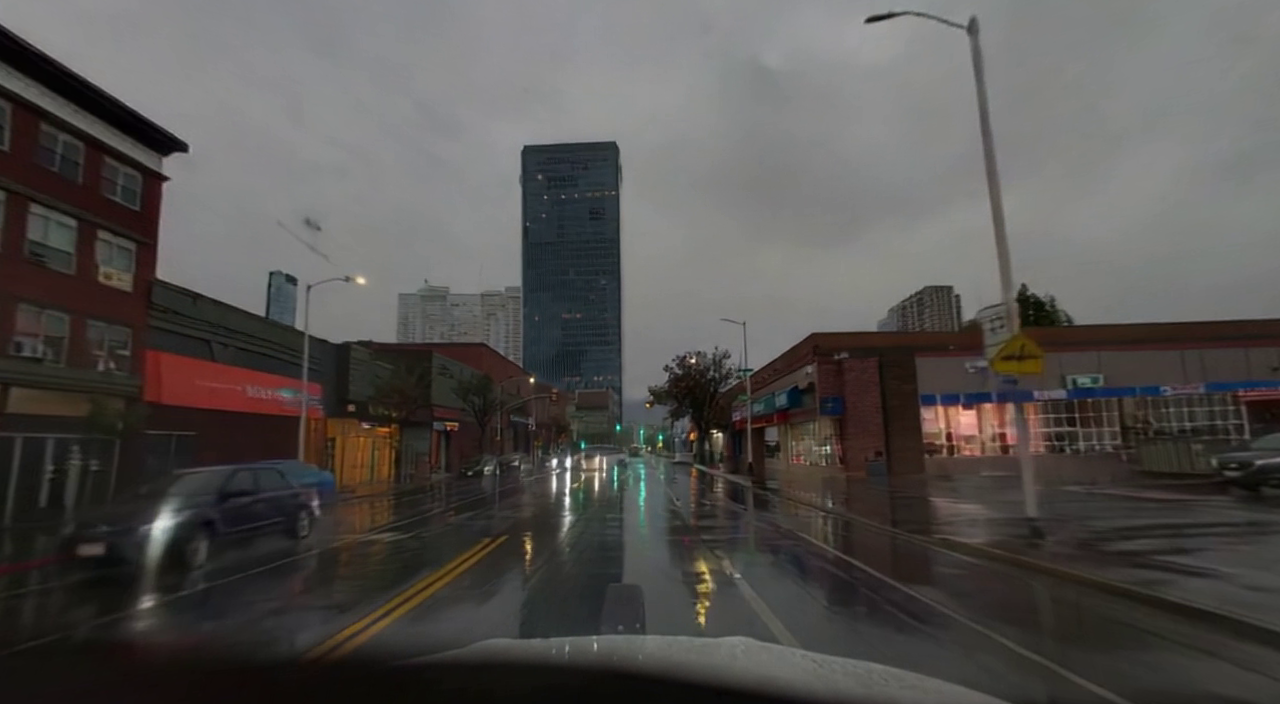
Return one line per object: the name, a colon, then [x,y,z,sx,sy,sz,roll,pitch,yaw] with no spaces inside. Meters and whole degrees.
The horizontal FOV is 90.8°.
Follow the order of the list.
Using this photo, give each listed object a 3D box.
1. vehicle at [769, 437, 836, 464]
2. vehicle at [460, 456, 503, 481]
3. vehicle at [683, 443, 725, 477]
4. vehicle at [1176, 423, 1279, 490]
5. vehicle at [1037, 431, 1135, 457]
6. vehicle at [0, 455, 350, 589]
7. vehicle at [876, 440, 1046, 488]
vehicle: [12.614,7.655,49.160,4.629,1.706,1.915,-3,-6,-1]
vehicle: [-11.212,8.258,45.042,2.018,1.553,4.407,0,-8,-1]
vehicle: [3.642,6.269,37.006,2.118,1.779,5.121,-1,-8,2]
vehicle: [15.907,2.486,15.182,4.301,1.502,1.844,0,-8,0]
vehicle: [27.071,5.591,38.428,4.472,1.500,1.837,-1,-8,2]
vehicle: [-6.547,2.373,9.764,1.962,1.475,4.580,0,-8,0]
vehicle: [10.644,3.716,21.196,4.611,1.494,1.982,0,-9,-4]
